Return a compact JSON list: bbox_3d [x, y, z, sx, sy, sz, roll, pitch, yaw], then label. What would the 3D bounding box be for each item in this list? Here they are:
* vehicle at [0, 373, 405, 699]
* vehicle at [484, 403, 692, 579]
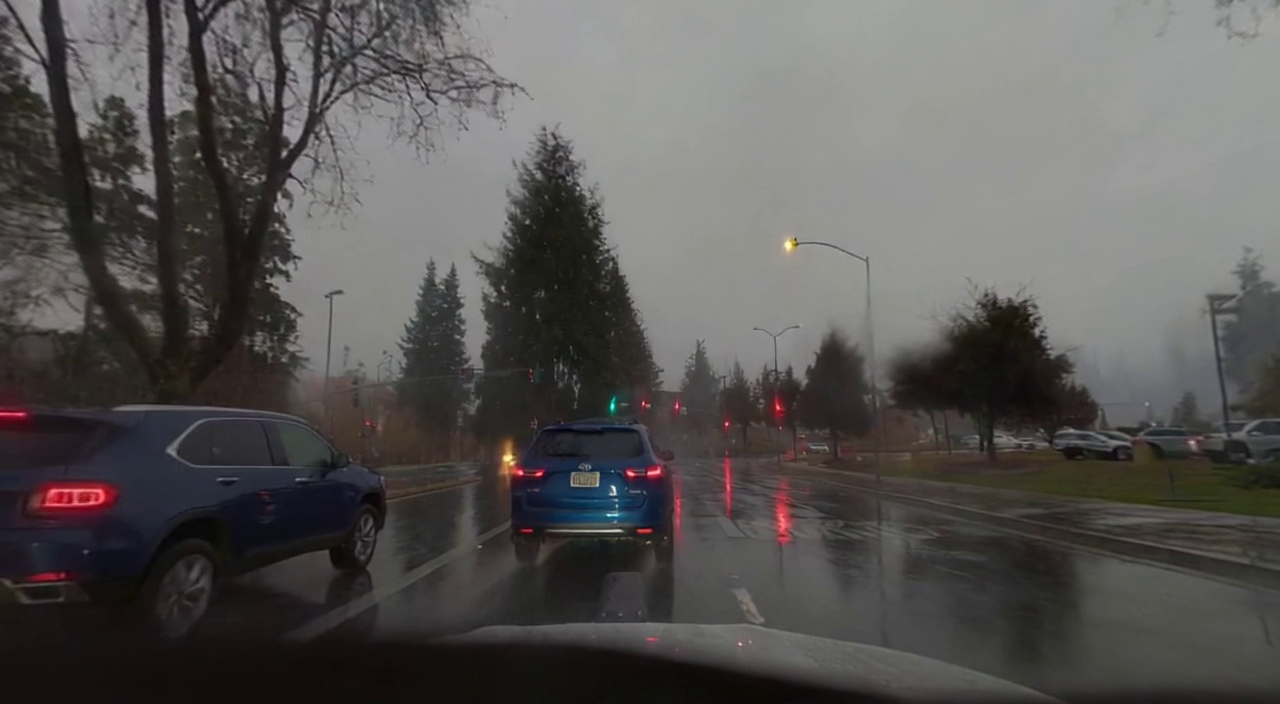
[{"bbox_3d":[-3.987,1.275,5.578,2.009,1.673,4.454,0,-8,1],"label":"vehicle"},{"bbox_3d":[-0.485,1.797,9.076,2.131,1.793,5.016,0,-8,1],"label":"vehicle"}]
